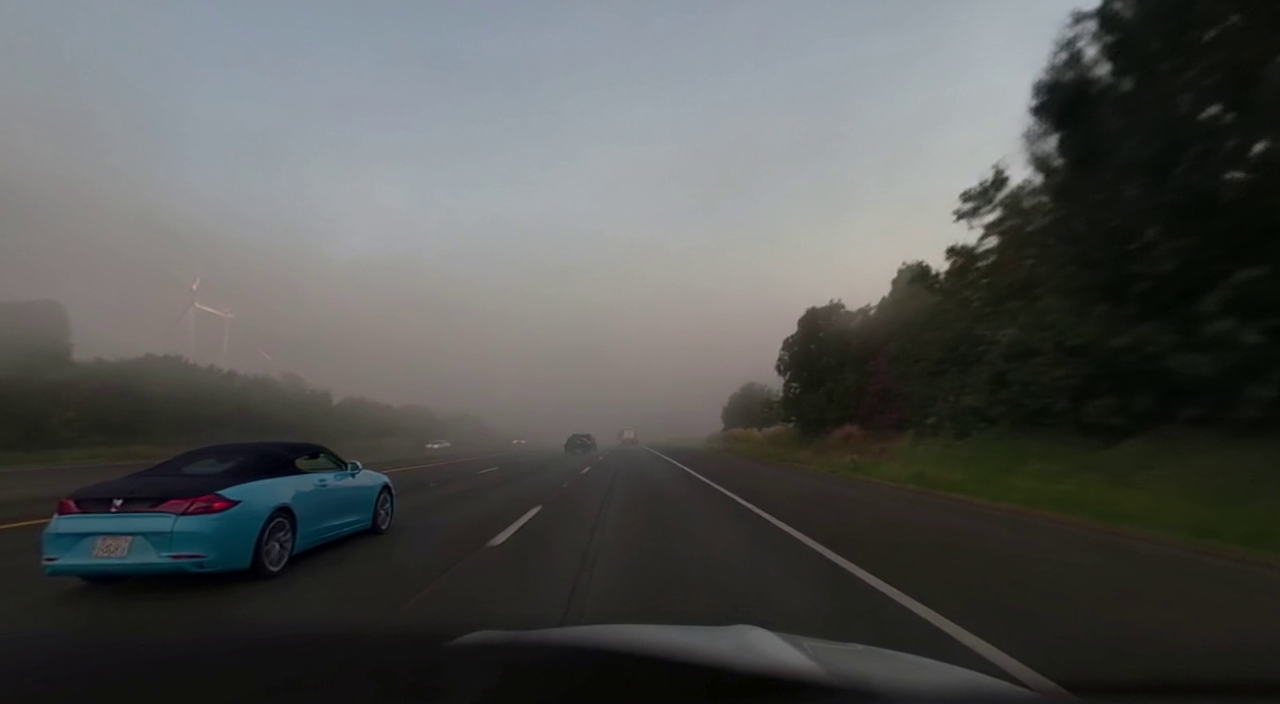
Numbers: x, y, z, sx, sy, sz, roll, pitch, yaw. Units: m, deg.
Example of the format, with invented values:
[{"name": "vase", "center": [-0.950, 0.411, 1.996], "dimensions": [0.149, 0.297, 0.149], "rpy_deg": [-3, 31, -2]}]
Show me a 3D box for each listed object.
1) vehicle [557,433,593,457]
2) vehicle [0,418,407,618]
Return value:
[{"name": "vehicle", "center": [-4.137, 6.005, 40.646], "dimensions": [2.024, 1.456, 3.754], "rpy_deg": [0, -8, -1]}, {"name": "vehicle", "center": [-4.204, 1.469, 6.642], "dimensions": [1.969, 1.413, 4.194], "rpy_deg": [0, -8, -1]}]
